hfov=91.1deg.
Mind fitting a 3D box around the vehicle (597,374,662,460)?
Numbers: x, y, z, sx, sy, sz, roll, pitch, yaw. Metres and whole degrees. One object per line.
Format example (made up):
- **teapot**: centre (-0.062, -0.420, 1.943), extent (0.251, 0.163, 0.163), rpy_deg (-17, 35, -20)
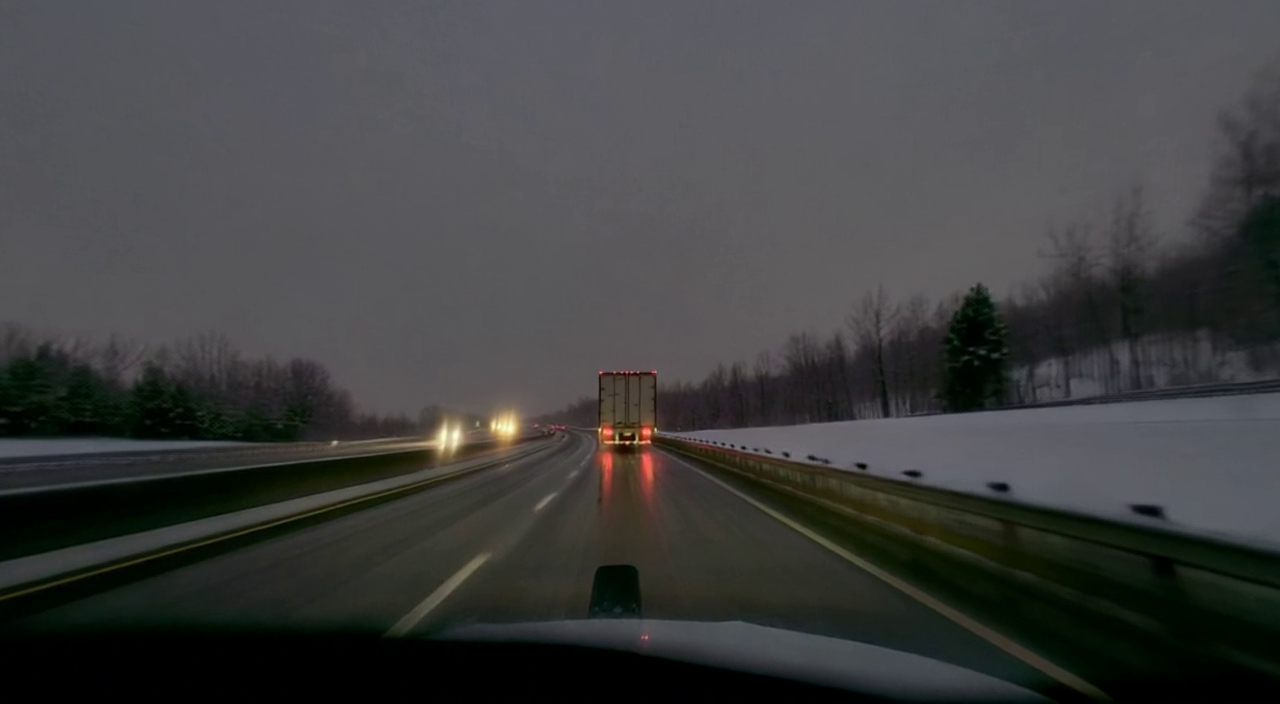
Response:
- **vehicle**: centre (-0.714, 3.726, 34.589), extent (3.023, 3.965, 10.402), rpy_deg (0, -8, -3)
